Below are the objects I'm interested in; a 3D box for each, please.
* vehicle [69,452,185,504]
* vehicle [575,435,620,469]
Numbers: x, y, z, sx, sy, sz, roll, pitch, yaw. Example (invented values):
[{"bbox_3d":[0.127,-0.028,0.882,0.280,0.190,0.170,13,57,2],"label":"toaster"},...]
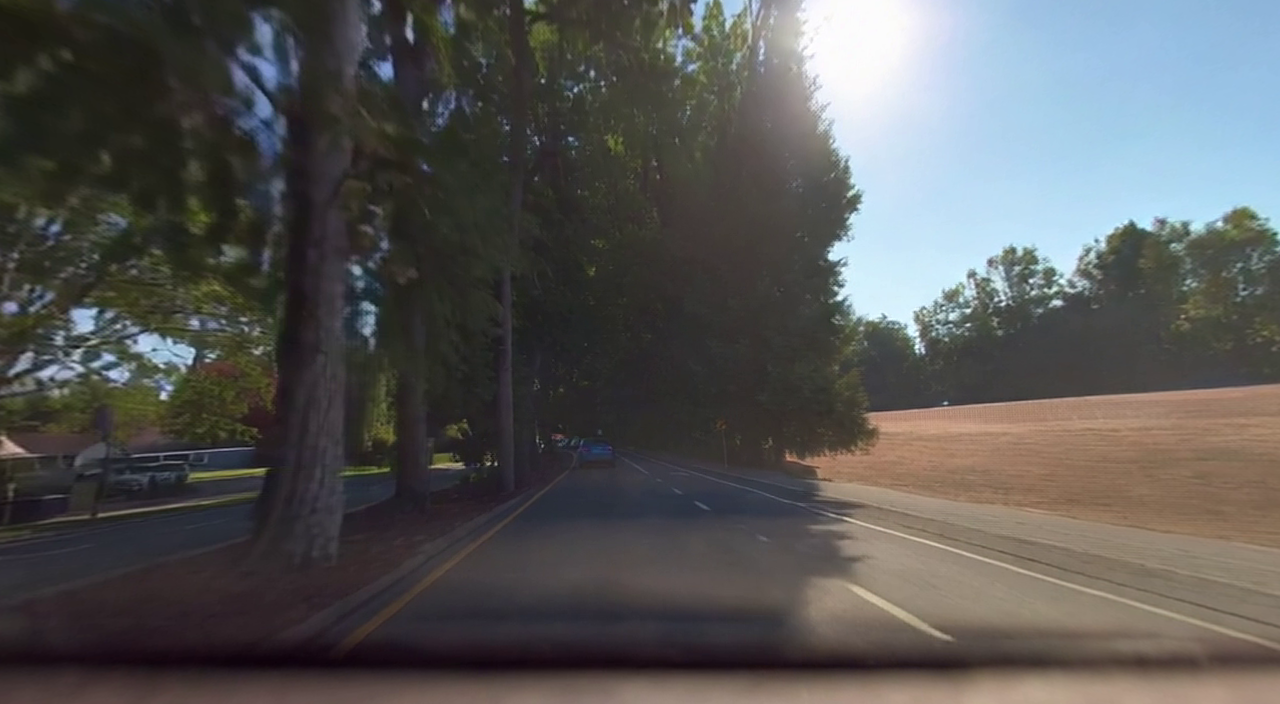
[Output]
[{"bbox_3d":[-23.782,5.791,29.602,2.076,2.085,5.241,2,-8,-14],"label":"vehicle"},{"bbox_3d":[-2.276,5.273,33.433,2.216,1.708,4.110,1,-8,-4],"label":"vehicle"}]
